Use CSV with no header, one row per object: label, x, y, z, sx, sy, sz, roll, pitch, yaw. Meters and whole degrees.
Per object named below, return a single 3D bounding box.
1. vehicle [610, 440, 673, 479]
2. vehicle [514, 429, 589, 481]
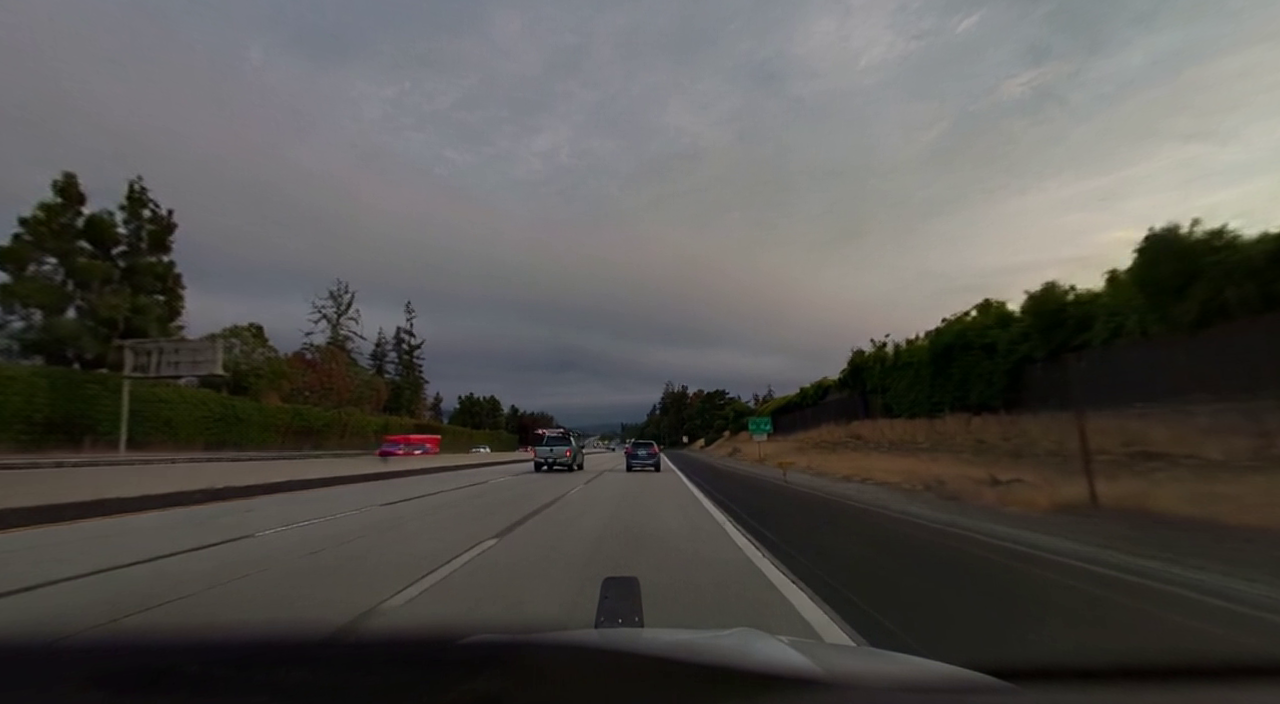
vehicle,0.165,5.032,29.785,2.715,1.669,5.163,0,-9,2
vehicle,-3.548,4.278,26.385,2.250,1.947,4.860,0,-9,2
